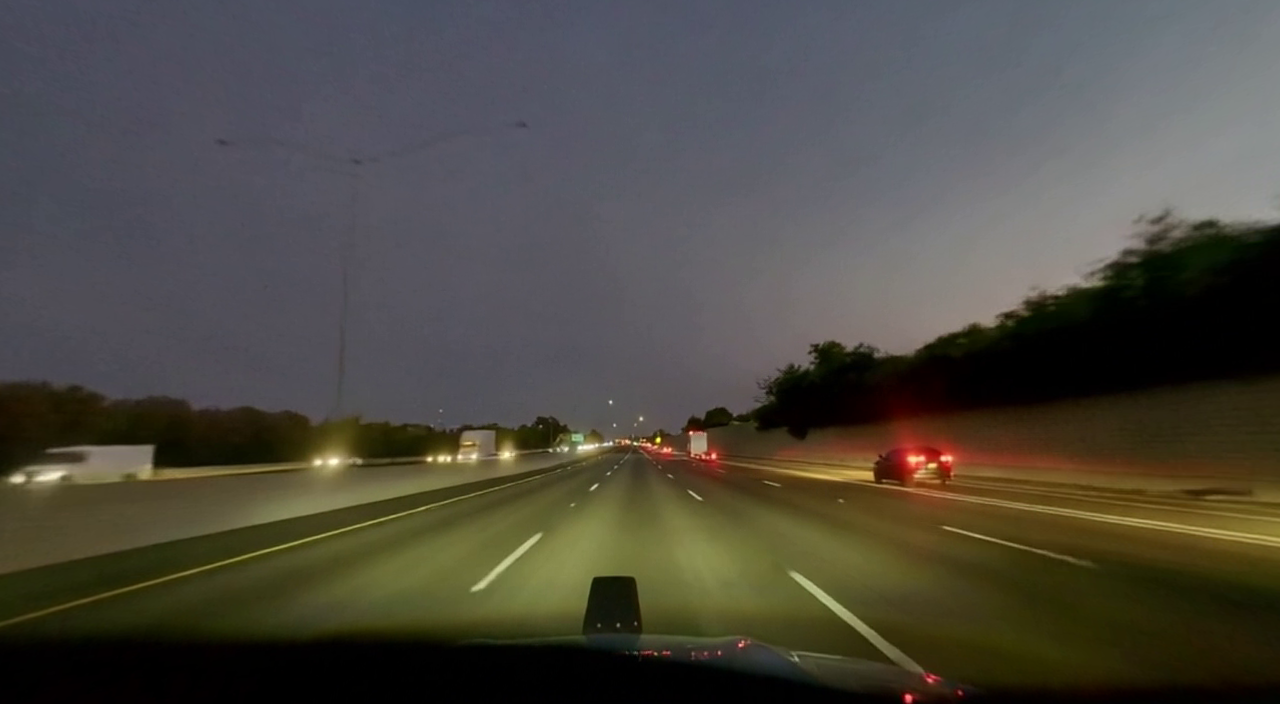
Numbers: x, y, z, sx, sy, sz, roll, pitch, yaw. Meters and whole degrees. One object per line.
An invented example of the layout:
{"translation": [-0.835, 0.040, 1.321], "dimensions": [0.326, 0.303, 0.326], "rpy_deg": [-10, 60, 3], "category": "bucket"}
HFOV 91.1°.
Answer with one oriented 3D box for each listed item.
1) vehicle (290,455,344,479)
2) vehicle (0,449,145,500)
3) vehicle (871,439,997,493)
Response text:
{"translation": [-23.791, 8.454, 46.527], "dimensions": [1.899, 1.625, 4.527], "rpy_deg": [0, -9, -4], "category": "vehicle"}
{"translation": [-25.907, 5.522, 28.946], "dimensions": [2.226, 2.108, 5.262], "rpy_deg": [0, -9, -5], "category": "vehicle"}
{"translation": [9.901, 3.860, 21.694], "dimensions": [1.950, 1.632, 4.845], "rpy_deg": [0, -9, 0], "category": "vehicle"}
